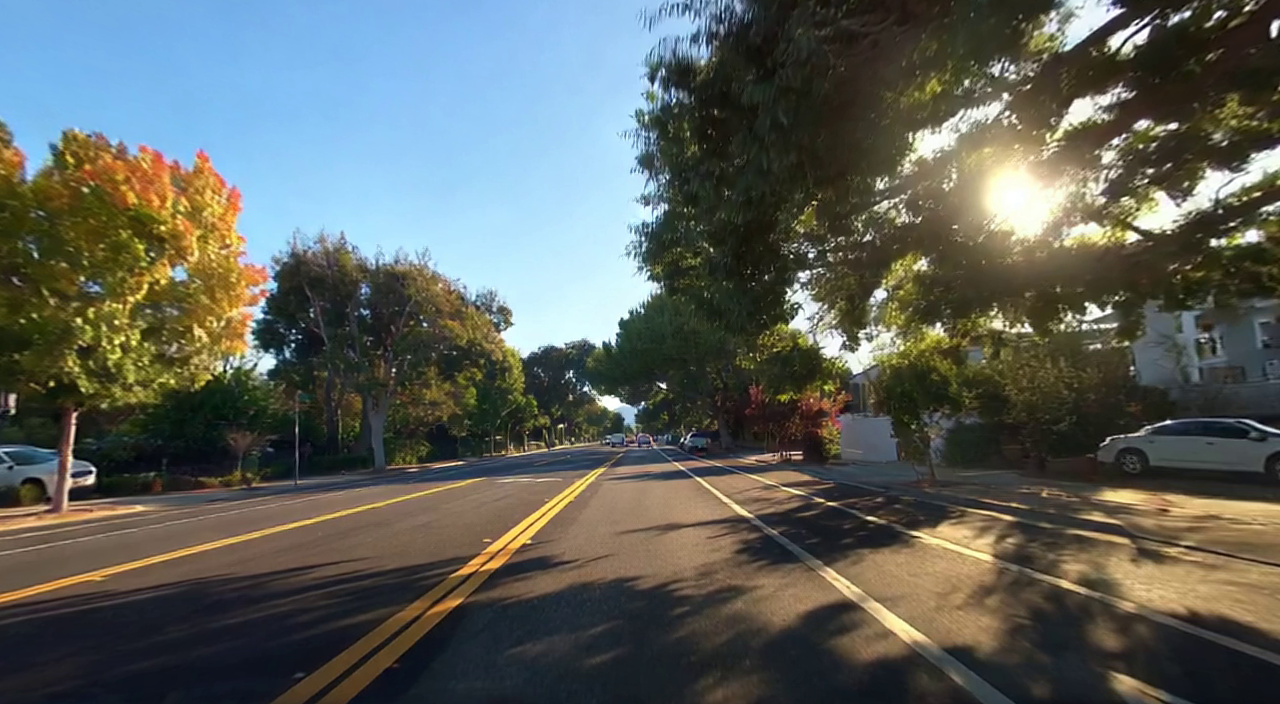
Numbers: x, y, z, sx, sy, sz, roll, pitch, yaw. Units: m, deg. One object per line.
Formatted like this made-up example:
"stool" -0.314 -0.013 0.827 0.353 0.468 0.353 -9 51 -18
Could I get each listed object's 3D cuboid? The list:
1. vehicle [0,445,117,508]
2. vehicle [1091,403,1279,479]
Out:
"vehicle" -20.991 4.019 20.645 5.505 1.914 2.396 0 -8 0
"vehicle" 12.967 1.883 13.452 2.066 1.474 4.892 4 -11 -39
